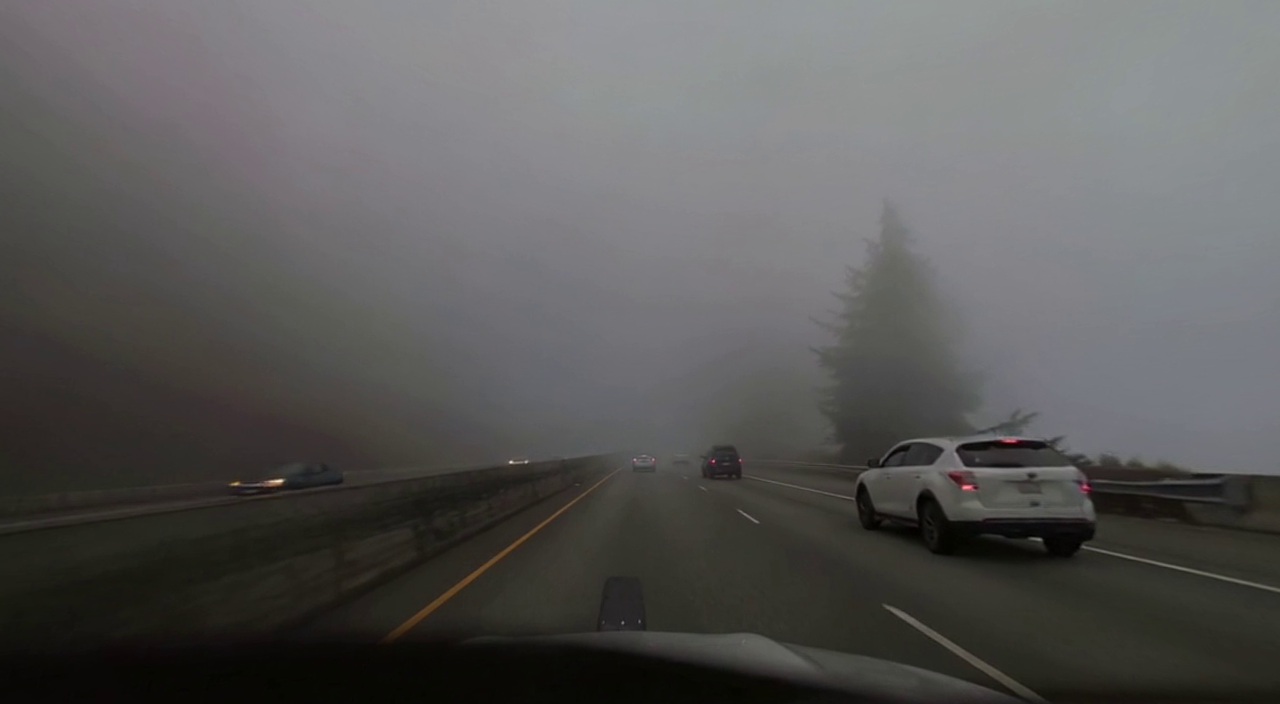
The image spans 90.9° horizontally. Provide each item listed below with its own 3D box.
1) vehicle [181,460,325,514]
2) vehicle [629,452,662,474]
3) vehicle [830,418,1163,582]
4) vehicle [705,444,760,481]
[{"bbox_3d":[-12.313,4.293,20.472,1.830,1.463,4.503,0,-9,0],"label":"vehicle"},{"bbox_3d":[0.356,7.142,40.772,2.012,1.320,3.777,0,-9,1],"label":"vehicle"},{"bbox_3d":[4.290,1.846,8.676,1.969,1.639,4.472,0,-9,0],"label":"vehicle"},{"bbox_3d":[4.330,5.230,30.023,1.935,1.594,3.981,0,-9,-1],"label":"vehicle"}]
